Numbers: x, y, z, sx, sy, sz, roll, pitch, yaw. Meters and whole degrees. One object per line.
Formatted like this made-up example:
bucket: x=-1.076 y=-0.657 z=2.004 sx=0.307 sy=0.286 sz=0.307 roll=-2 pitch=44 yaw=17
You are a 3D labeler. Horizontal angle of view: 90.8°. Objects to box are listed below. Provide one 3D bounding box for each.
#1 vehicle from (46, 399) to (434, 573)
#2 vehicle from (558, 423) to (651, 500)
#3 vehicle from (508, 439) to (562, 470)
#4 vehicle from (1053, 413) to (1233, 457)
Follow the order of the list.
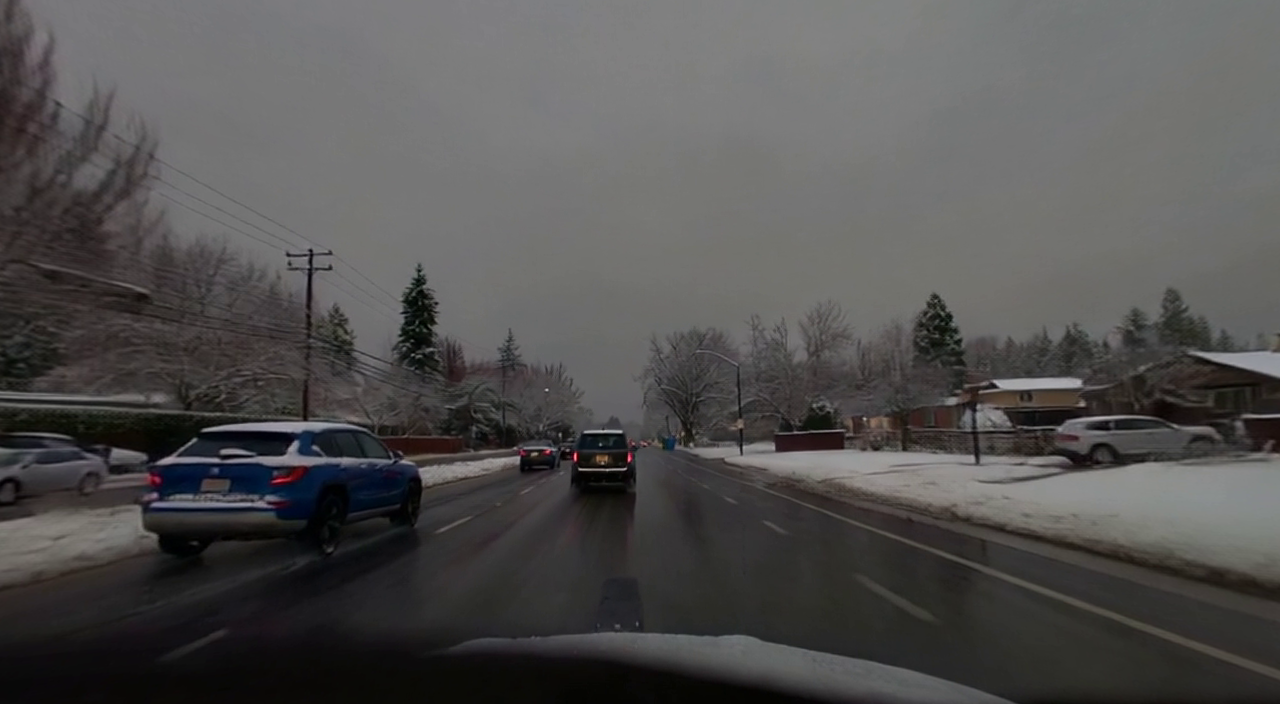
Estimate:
vehicle: x=-4.763 y=1.676 z=8.684 sx=2.243 sy=1.722 sz=4.621 roll=0 pitch=-8 yaw=1
vehicle: x=-0.846 y=2.820 z=16.658 sx=2.131 sy=1.761 sz=4.242 roll=0 pitch=-8 yaw=-1
vehicle: x=-5.376 y=5.307 z=32.977 sx=2.014 sy=1.493 sz=4.658 roll=0 pitch=-8 yaw=0
vehicle: x=17.405 y=2.905 z=22.071 sx=4.500 sy=1.442 sz=1.930 roll=-1 pitch=-8 yaw=4
